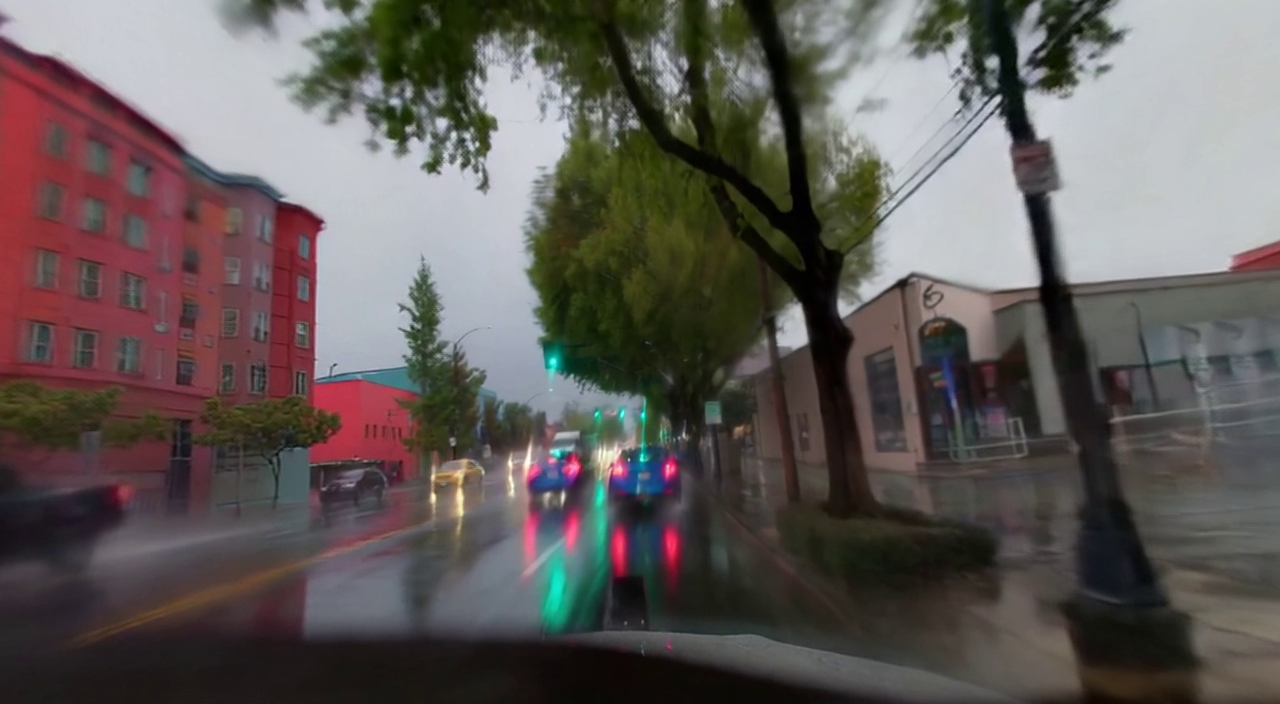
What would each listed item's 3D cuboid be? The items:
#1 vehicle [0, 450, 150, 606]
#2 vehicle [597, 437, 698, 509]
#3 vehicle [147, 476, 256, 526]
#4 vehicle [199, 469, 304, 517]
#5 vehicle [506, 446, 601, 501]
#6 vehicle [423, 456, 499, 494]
[{"bbox_3d":[-8.536,2.119,7.438,1.931,1.803,4.420,-2,-8,0],"label":"vehicle"},{"bbox_3d":[0.179,2.807,15.087,2.094,1.478,3.922,0,-9,1],"label":"vehicle"},{"bbox_3d":[-17.329,5.789,24.836,4.584,1.504,2.124,-7,-10,38],"label":"vehicle"},{"bbox_3d":[-16.979,6.167,27.567,4.266,1.486,1.907,-13,-15,25],"label":"vehicle"},{"bbox_3d":[-2.415,3.547,18.980,2.099,1.424,4.843,0,-8,1],"label":"vehicle"},{"bbox_3d":[-8.392,5.773,29.987,2.118,1.473,4.642,-3,-9,2],"label":"vehicle"}]
